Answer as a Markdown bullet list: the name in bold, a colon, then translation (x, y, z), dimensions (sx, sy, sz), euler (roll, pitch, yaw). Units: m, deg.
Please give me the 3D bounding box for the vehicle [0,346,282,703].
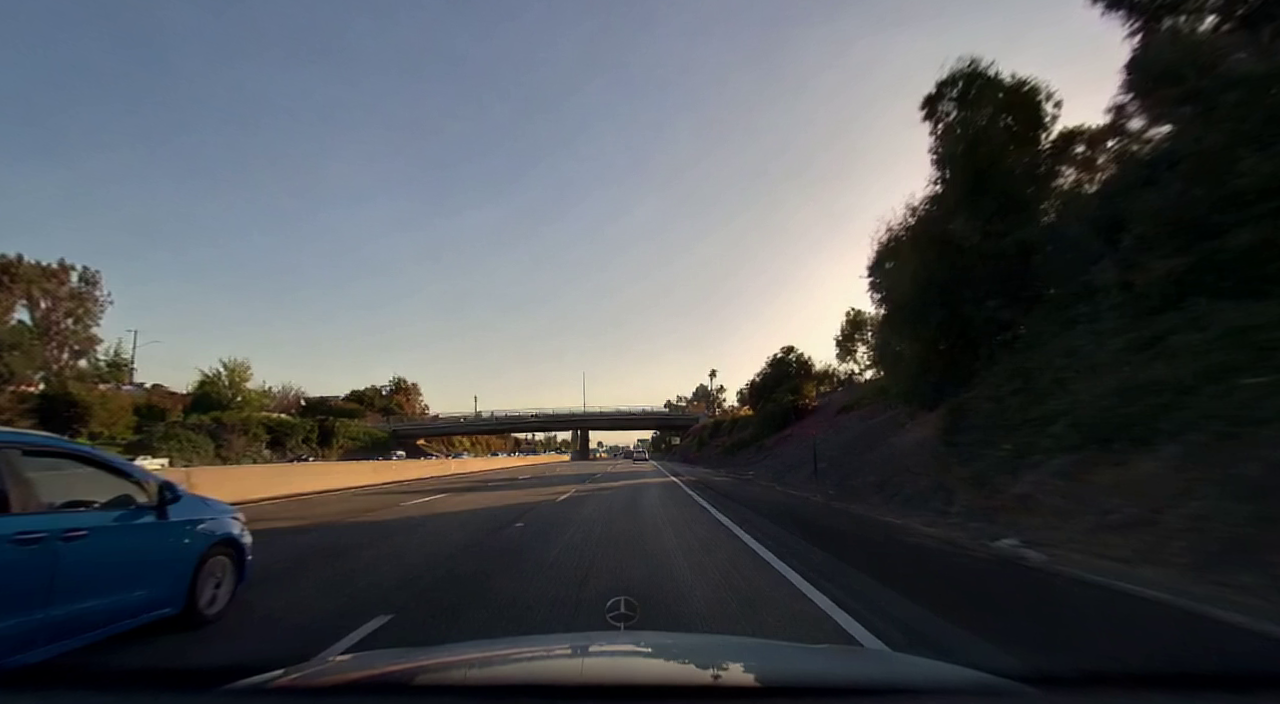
- **vehicle**: translation (-4.109, 0.809, 2.598), dimensions (2.272, 1.759, 5.058), euler (0, -9, 0)
